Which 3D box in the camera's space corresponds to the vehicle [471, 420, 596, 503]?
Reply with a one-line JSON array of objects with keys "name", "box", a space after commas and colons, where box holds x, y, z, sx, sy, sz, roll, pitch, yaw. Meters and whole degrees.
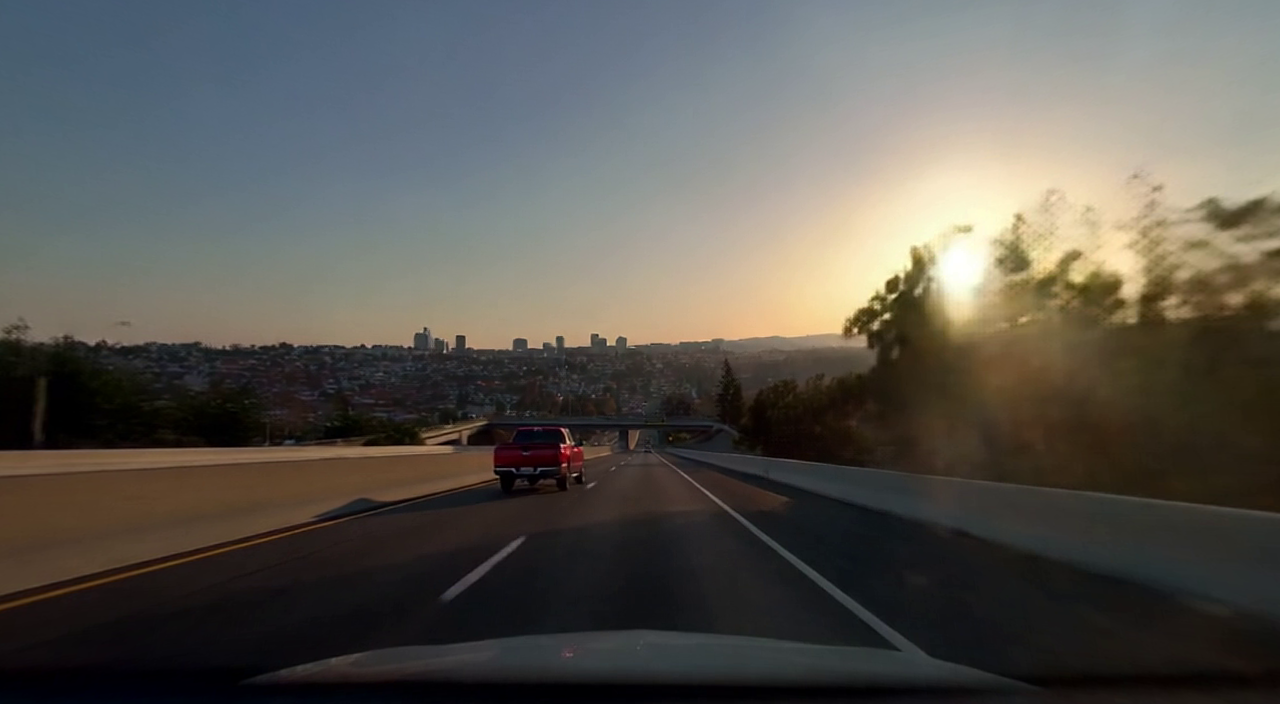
[{"name": "vehicle", "box": [-2.678, 2.973, 17.577, 2.350, 1.932, 5.562, -1, -8, 2]}]
